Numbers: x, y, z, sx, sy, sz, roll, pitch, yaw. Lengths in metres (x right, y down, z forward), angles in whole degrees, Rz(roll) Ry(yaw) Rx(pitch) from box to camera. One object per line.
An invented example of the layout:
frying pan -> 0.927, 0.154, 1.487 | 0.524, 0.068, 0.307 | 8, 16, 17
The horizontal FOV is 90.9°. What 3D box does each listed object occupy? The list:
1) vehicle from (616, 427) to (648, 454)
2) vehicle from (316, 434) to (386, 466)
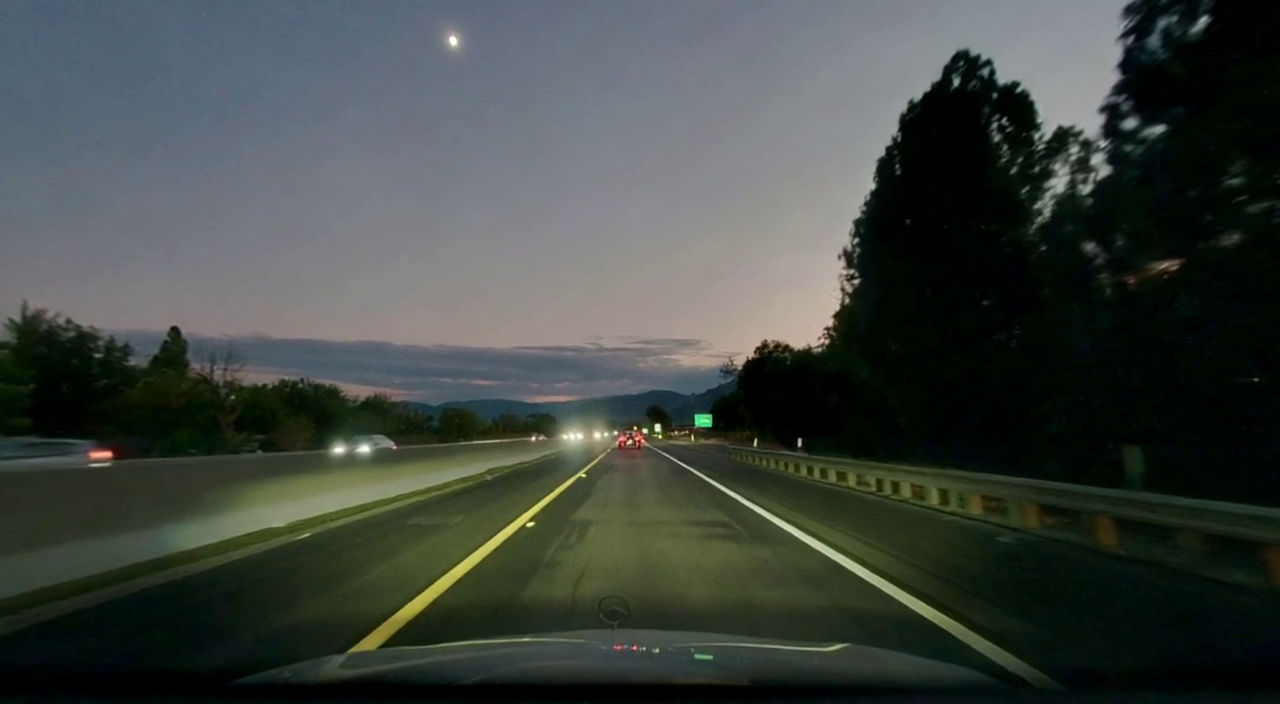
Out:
vehicle -> -0.598, 6.596, 46.917 | 2.295, 1.861, 4.564 | 0, -8, -1
vehicle -> -14.062, 4.772, 30.866 | 1.804, 1.461, 3.592 | 0, -8, -2
